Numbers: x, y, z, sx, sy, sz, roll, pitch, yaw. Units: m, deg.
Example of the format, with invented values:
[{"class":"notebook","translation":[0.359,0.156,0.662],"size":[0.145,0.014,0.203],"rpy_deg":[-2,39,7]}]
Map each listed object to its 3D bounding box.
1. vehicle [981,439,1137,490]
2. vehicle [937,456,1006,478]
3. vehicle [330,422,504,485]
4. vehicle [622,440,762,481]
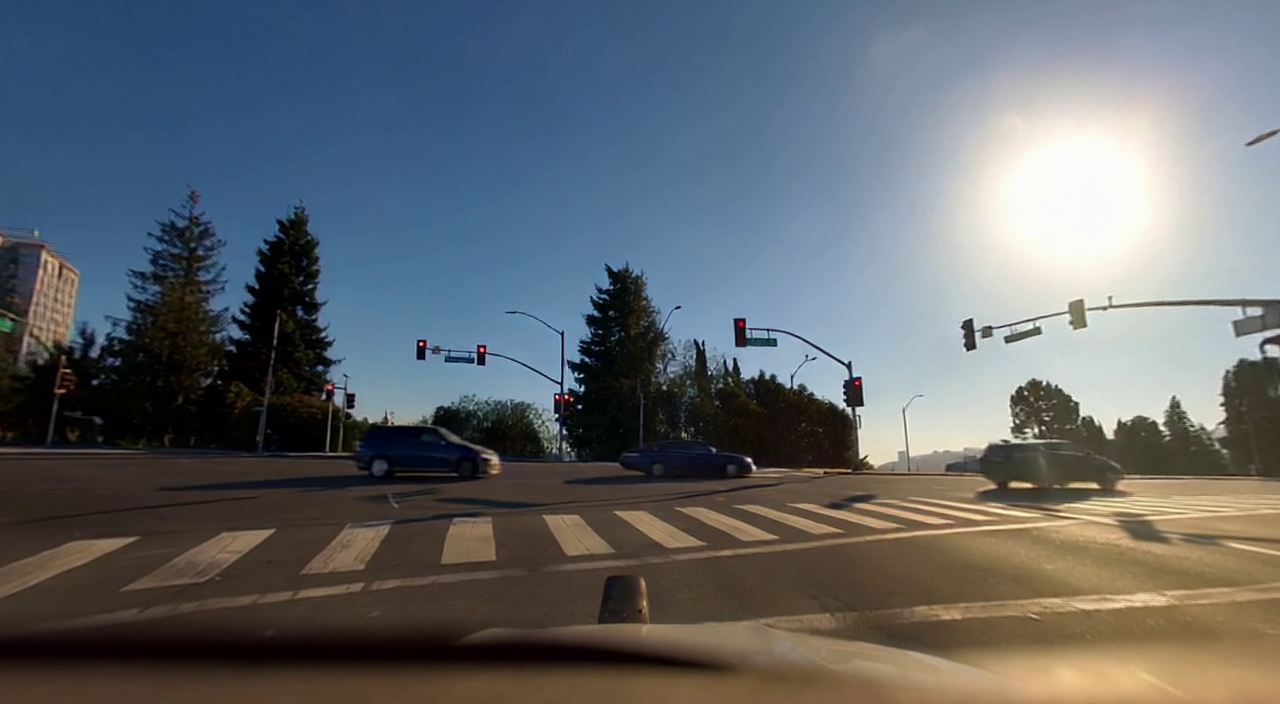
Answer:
[{"class":"vehicle","translation":[14.986,3.996,22.570],"size":[5.014,1.675,1.906],"rpy_deg":[4,-9,-19]},{"class":"vehicle","translation":[24.222,8.403,46.056],"size":[4.431,1.464,1.812],"rpy_deg":[3,-9,-19]},{"class":"vehicle","translation":[-6.564,3.016,18.931],"size":[4.626,1.710,1.891],"rpy_deg":[2,-9,-17]},{"class":"vehicle","translation":[2.052,4.280,25.166],"size":[5.203,1.488,1.907],"rpy_deg":[2,-9,-17]}]
